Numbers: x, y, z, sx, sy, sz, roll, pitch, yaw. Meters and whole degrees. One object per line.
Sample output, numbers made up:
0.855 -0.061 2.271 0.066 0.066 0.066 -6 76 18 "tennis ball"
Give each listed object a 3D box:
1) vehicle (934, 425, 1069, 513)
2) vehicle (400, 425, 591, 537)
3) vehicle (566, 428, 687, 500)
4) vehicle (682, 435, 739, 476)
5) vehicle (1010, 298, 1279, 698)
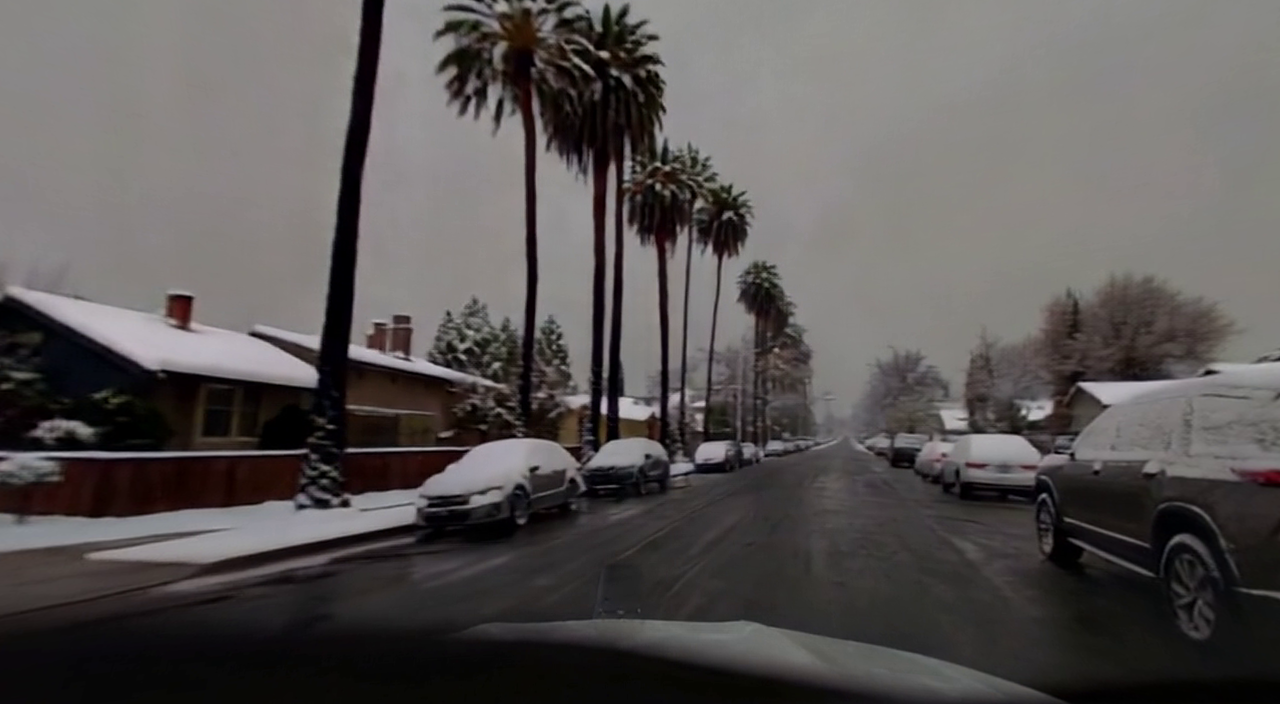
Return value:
9.029 2.902 16.275 1.964 1.889 4.708 -3 -8 17 "vehicle"
-2.445 2.268 11.794 1.816 1.697 3.777 -3 -8 17 "vehicle"
-0.209 3.292 19.150 2.020 1.819 5.168 -3 -8 18 "vehicle"
3.523 5.018 30.837 1.947 1.803 4.381 -4 -9 16 "vehicle"
5.719 1.145 5.723 2.649 2.232 6.576 -3 -8 18 "vehicle"
